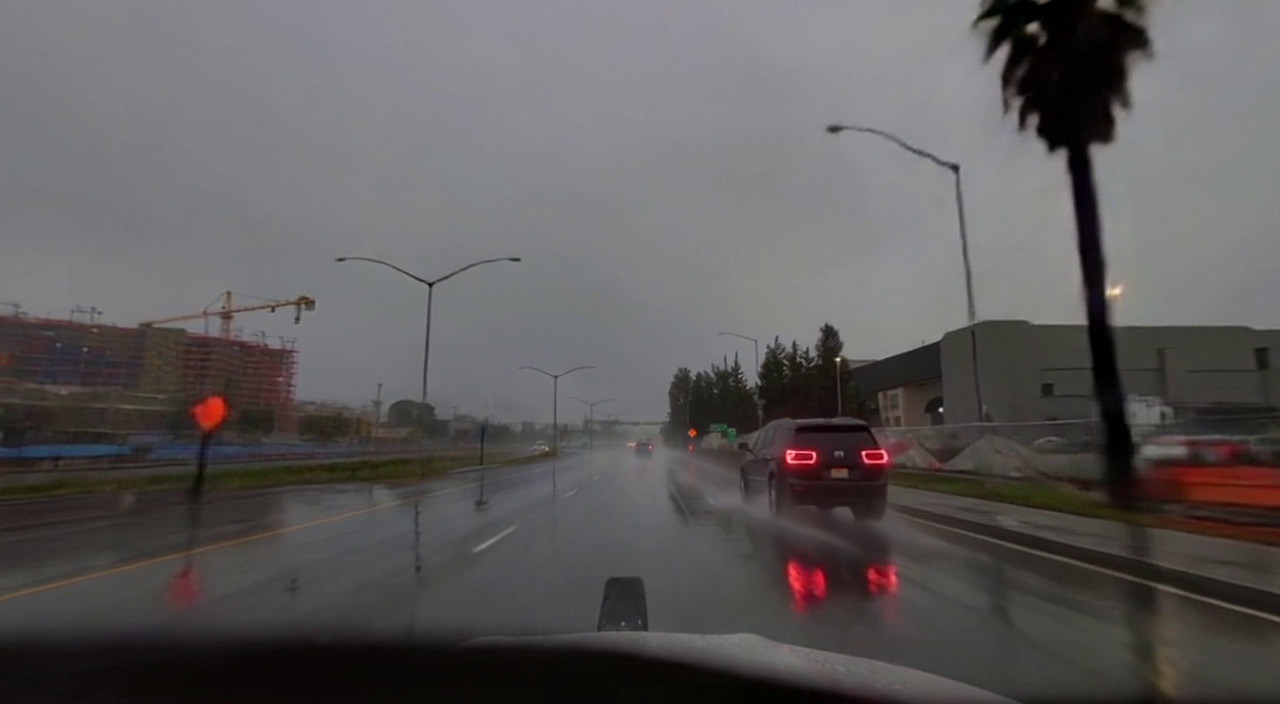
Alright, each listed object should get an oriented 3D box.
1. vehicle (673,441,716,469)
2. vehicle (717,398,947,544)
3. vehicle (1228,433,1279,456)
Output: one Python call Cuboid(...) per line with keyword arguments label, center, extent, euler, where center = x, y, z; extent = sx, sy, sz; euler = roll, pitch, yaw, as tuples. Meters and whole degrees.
Cuboid(label="vehicle", center=(3.201, 6.162, 37.713), extent=(2.148, 1.562, 4.642), euler=(0, -8, 0))
Cuboid(label="vehicle", center=(2.965, 2.029, 11.441), extent=(2.386, 1.970, 5.665), euler=(0, -8, 0))
Cuboid(label="vehicle", center=(46.636, 6.981, 47.293), extent=(4.300, 1.684, 1.992), euler=(5, -10, -29))
